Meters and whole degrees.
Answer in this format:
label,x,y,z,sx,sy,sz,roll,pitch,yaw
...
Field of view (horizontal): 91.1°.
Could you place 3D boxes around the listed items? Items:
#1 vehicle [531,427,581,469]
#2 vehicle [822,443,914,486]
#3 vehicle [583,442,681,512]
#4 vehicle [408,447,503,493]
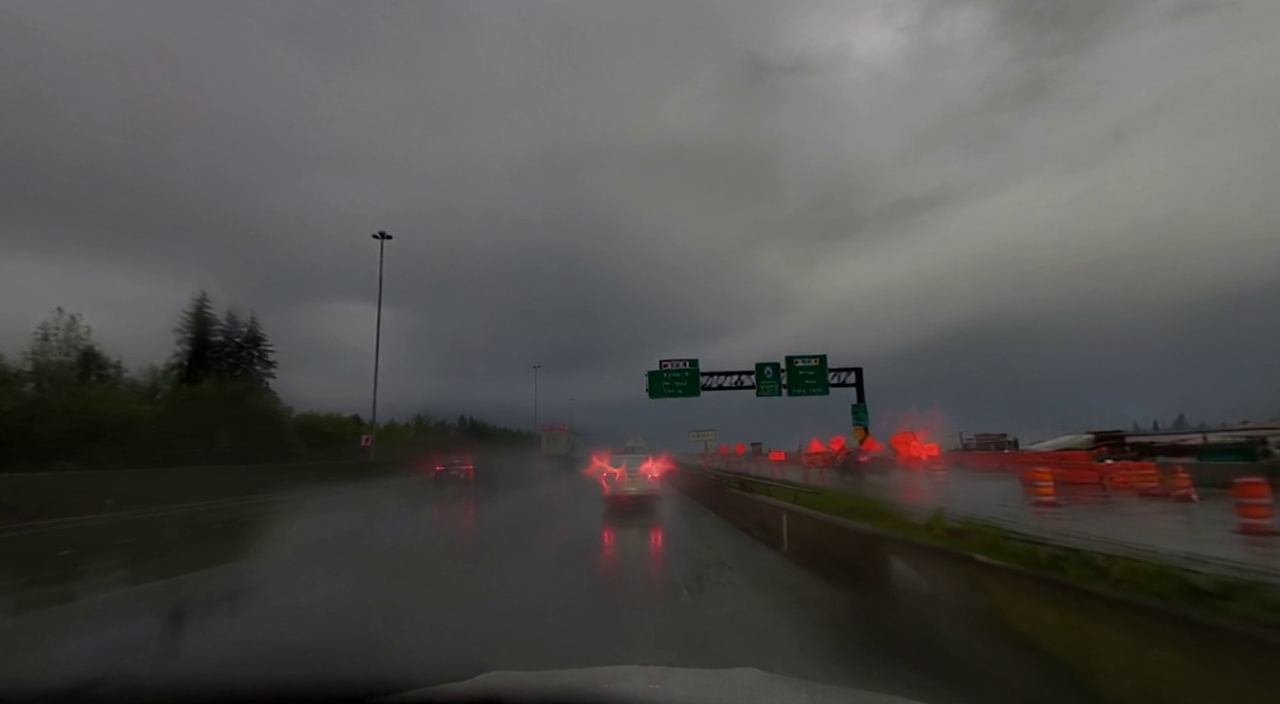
label,x,y,z,sx,sy,sz,roll,pitch,yaw
vehicle,-5.647,6.589,43.184,2.326,2.645,6.249,-1,-9,2
vehicle,8.445,4.170,23.662,1.871,1.460,3.754,0,-9,-3
vehicle,-0.228,2.932,15.188,2.080,1.451,3.512,0,-9,-2
vehicle,-6.273,4.048,21.888,2.063,1.417,4.000,0,-9,0
